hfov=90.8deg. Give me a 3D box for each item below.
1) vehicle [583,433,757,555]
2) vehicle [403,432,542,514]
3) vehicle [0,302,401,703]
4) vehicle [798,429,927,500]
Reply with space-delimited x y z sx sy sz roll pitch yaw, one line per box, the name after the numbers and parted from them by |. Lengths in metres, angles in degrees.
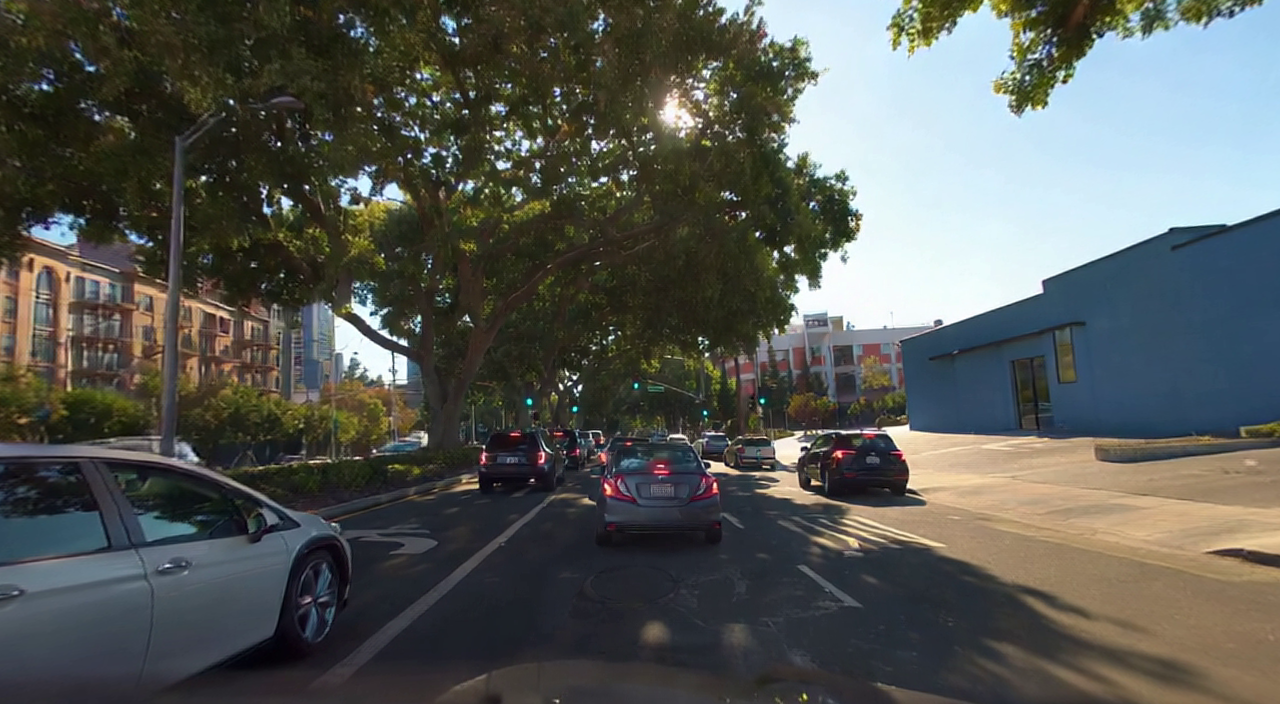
0.271 1.994 9.572 2.095 1.438 3.843 0 -9 -3 | vehicle
-3.508 2.623 14.233 1.901 1.522 4.556 0 -9 0 | vehicle
-3.269 0.931 3.394 2.152 1.802 4.628 0 -9 0 | vehicle
6.341 3.248 18.688 2.025 1.808 4.579 0 -9 -2 | vehicle
